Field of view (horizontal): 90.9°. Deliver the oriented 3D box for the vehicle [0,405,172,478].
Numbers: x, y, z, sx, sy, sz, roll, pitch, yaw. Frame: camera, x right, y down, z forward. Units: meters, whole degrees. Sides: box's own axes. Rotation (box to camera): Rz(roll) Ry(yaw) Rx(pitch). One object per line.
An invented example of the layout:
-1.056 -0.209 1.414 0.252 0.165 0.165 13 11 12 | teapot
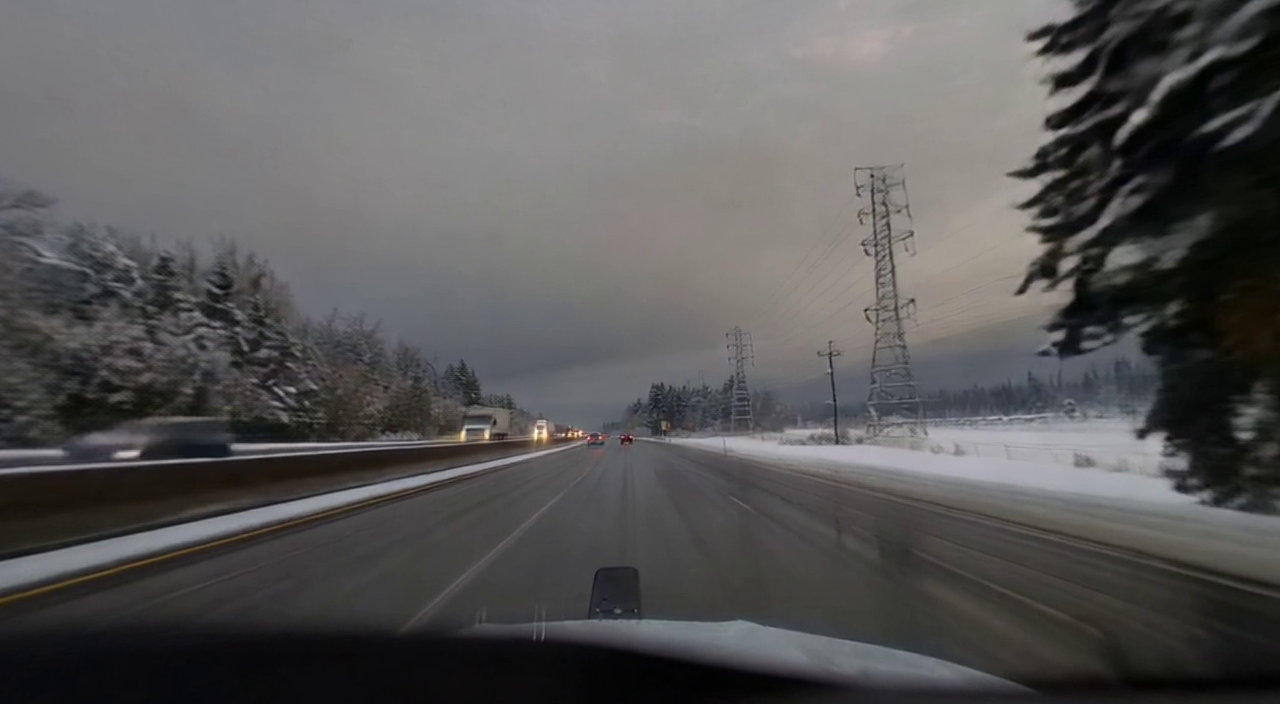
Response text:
-13.226 2.080 14.749 1.838 1.491 3.446 0 -8 0 | vehicle
